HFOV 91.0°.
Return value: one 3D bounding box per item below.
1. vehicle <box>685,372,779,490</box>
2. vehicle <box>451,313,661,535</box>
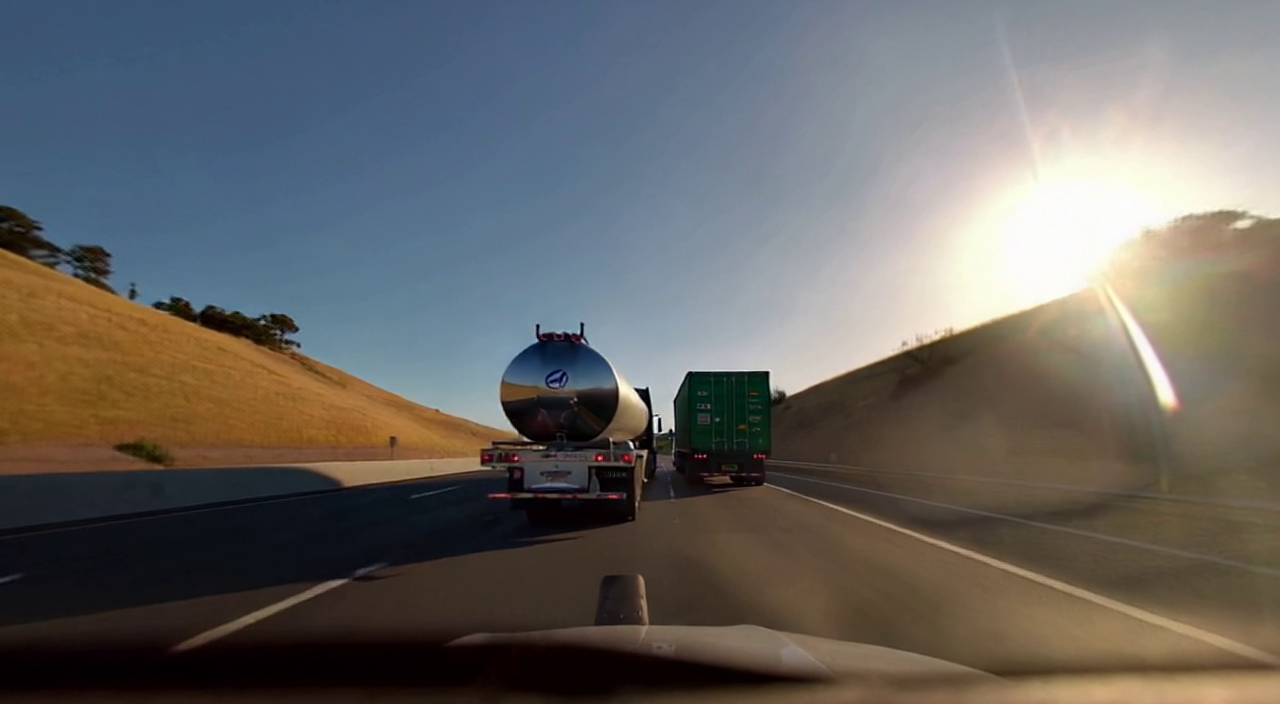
[{"bbox_3d":[3.521,3.533,27.207,2.942,4.003,11.297,0,-9,3],"label":"vehicle"},{"bbox_3d":[-1.083,2.448,18.978,3.267,3.655,17.154,0,-9,2],"label":"vehicle"}]
